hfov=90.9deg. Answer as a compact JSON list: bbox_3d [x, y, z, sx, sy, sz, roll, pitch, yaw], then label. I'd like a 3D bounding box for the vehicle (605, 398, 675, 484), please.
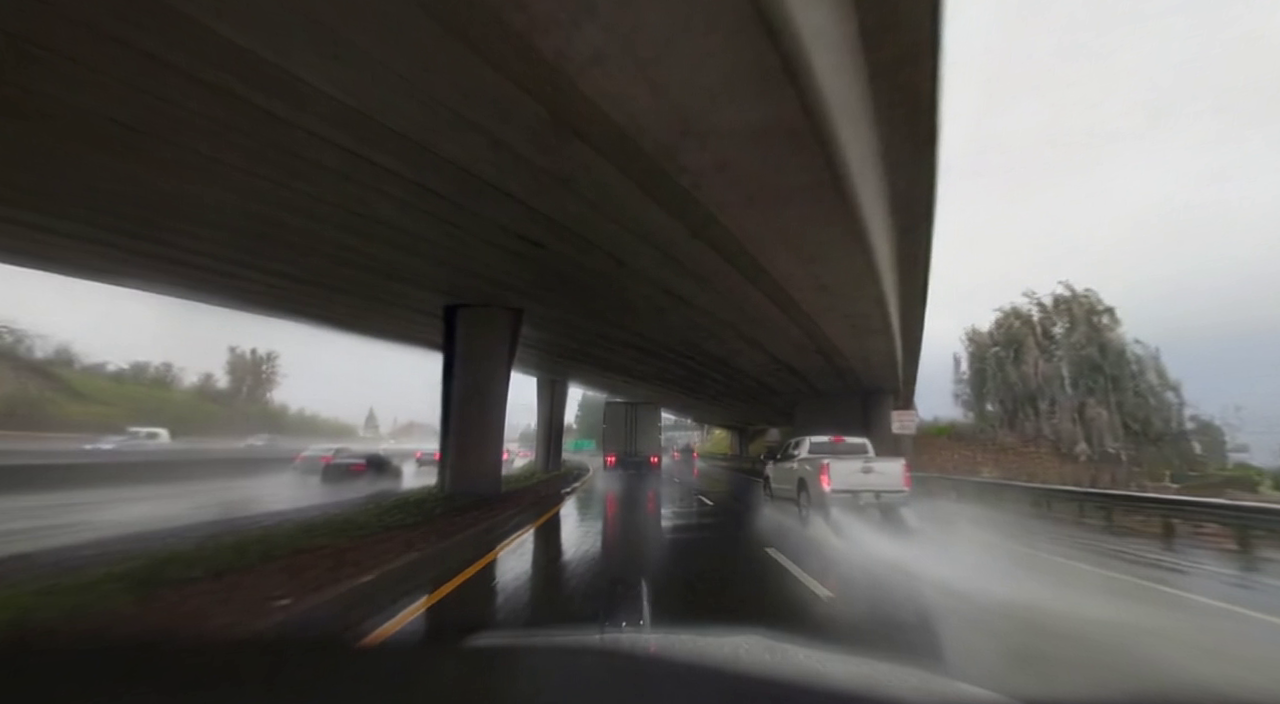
[{"bbox_3d":[-0.070,4.580,32.146,2.916,3.584,10.841,0,-9,-1],"label":"vehicle"}]

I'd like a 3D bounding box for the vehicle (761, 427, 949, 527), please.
[{"bbox_3d":[4.244,2.572,13.593,2.189,1.709,5.131,0,-9,-1],"label":"vehicle"}]

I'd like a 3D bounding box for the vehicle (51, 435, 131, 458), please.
[{"bbox_3d":[-36.682,6.290,42.283,1.685,1.437,4.139,-1,-7,-2],"label":"vehicle"}]

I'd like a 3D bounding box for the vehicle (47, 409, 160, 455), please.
[{"bbox_3d":[-41.299,6.291,48.943,2.643,3.226,7.180,0,-9,-3],"label":"vehicle"}]

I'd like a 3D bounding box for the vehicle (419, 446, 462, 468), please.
[{"bbox_3d":[-14.495,7.622,46.130,1.906,1.510,4.303,0,-9,-3],"label":"vehicle"}]

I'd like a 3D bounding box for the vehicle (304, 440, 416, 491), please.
[{"bbox_3d":[-9.567,3.894,21.995,2.006,1.562,4.475,0,-9,-2],"label":"vehicle"}]
